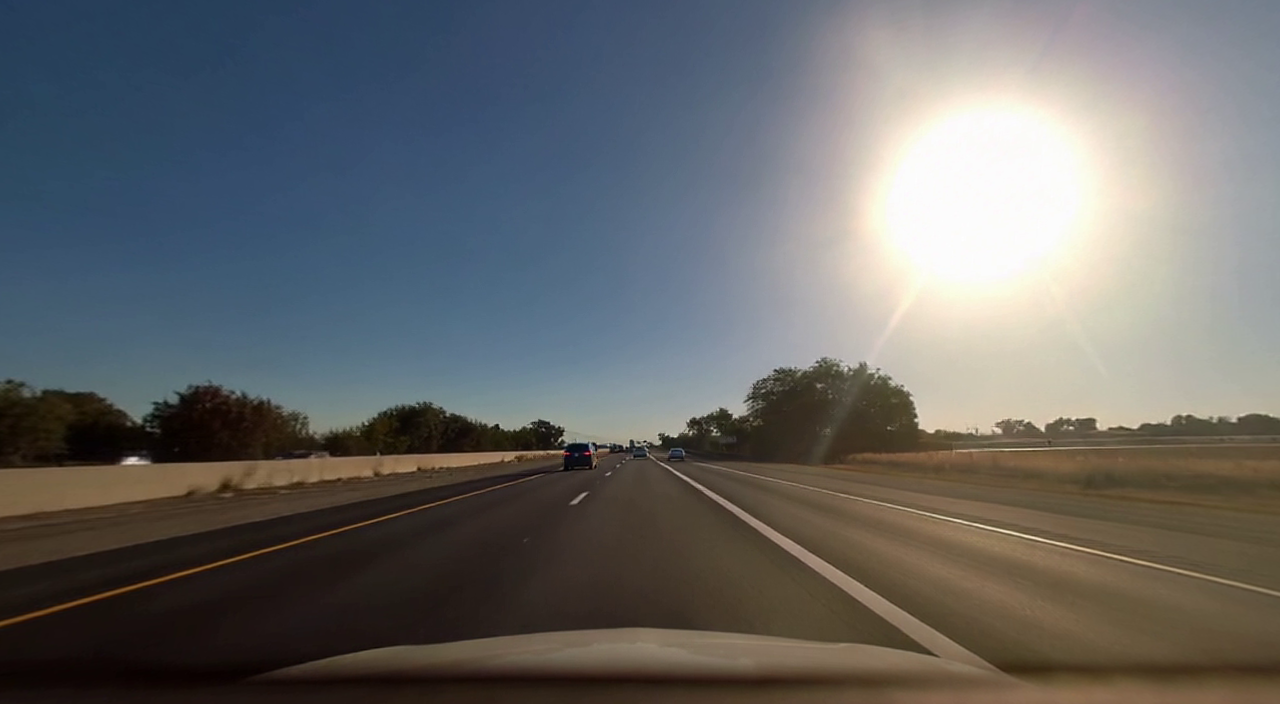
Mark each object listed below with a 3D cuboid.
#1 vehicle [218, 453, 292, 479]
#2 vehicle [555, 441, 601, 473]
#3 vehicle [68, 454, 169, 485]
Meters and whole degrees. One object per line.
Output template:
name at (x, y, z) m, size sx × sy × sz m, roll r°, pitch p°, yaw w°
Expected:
vehicle at (-25.172, 7.462, 41.404) m, size 1.889 × 1.543 × 4.660 m, roll 0°, pitch -9°, yaw 0°
vehicle at (-3.409, 5.860, 35.350) m, size 2.070 × 1.707 × 4.309 m, roll 0°, pitch -9°, yaw 1°
vehicle at (-32.610, 7.321, 39.597) m, size 2.110 × 1.758 × 4.878 m, roll 0°, pitch -9°, yaw 0°
